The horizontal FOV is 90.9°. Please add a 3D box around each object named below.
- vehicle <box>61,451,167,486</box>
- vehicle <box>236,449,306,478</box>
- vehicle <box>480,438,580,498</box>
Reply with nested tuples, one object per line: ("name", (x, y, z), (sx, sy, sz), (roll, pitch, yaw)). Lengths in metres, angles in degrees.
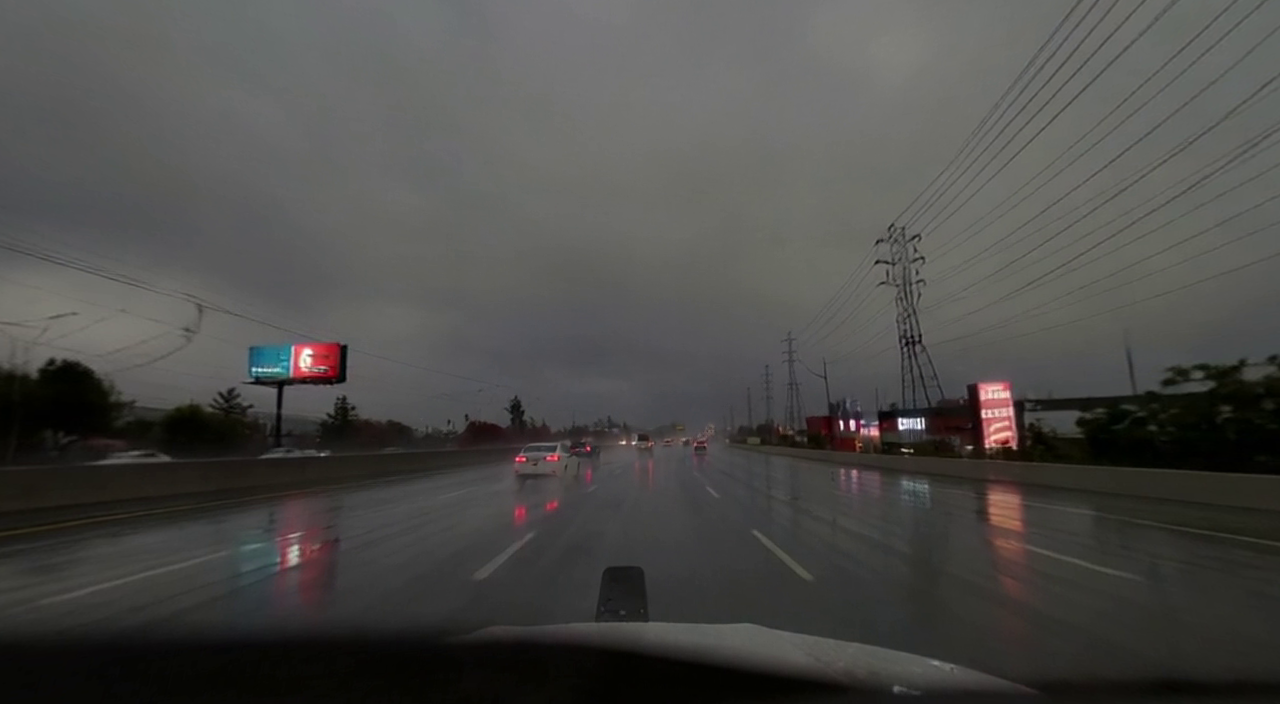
("vehicle", (-23.033, 5.096, 27.804), (1.605, 1.392, 3.428), (0, -8, 2))
("vehicle", (-19.140, 5.754, 32.828), (1.472, 1.365, 3.348), (-1, -8, 3))
("vehicle", (-2.838, 3.093, 17.210), (1.891, 1.444, 3.968), (0, -8, 2))
